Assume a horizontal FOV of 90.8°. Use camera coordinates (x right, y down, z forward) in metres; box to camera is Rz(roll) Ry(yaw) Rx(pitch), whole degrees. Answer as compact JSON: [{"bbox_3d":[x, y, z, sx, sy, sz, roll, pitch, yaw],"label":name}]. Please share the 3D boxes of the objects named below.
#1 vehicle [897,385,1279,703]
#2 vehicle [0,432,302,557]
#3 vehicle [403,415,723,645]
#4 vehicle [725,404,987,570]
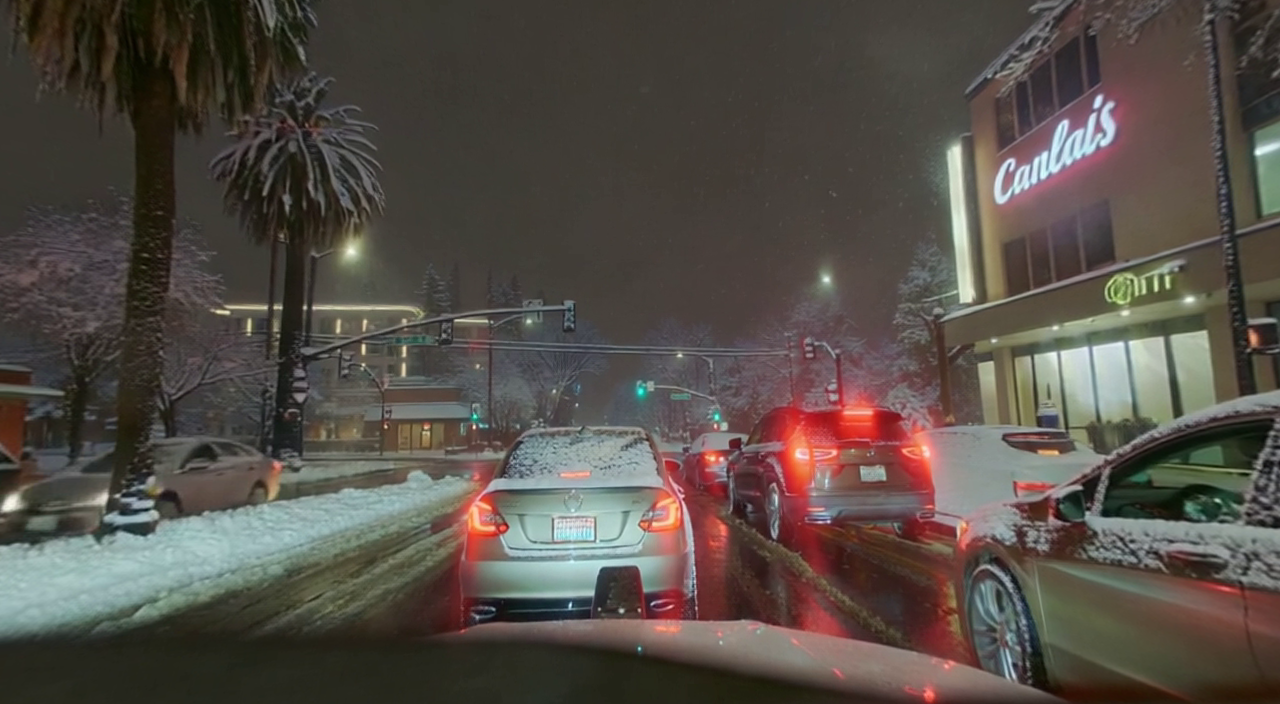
[{"bbox_3d":[2.619,0.817,1.523,2.085,1.469,4.458,0,-9,0],"label":"vehicle"},{"bbox_3d":[-7.362,2.050,9.839,1.945,1.494,4.252,0,-9,-2],"label":"vehicle"},{"bbox_3d":[-0.525,1.474,6.257,2.096,1.492,4.071,0,-9,-1],"label":"vehicle"},{"bbox_3d":[2.633,1.785,9.096,2.096,1.775,4.440,0,-9,-1],"label":"vehicle"}]
